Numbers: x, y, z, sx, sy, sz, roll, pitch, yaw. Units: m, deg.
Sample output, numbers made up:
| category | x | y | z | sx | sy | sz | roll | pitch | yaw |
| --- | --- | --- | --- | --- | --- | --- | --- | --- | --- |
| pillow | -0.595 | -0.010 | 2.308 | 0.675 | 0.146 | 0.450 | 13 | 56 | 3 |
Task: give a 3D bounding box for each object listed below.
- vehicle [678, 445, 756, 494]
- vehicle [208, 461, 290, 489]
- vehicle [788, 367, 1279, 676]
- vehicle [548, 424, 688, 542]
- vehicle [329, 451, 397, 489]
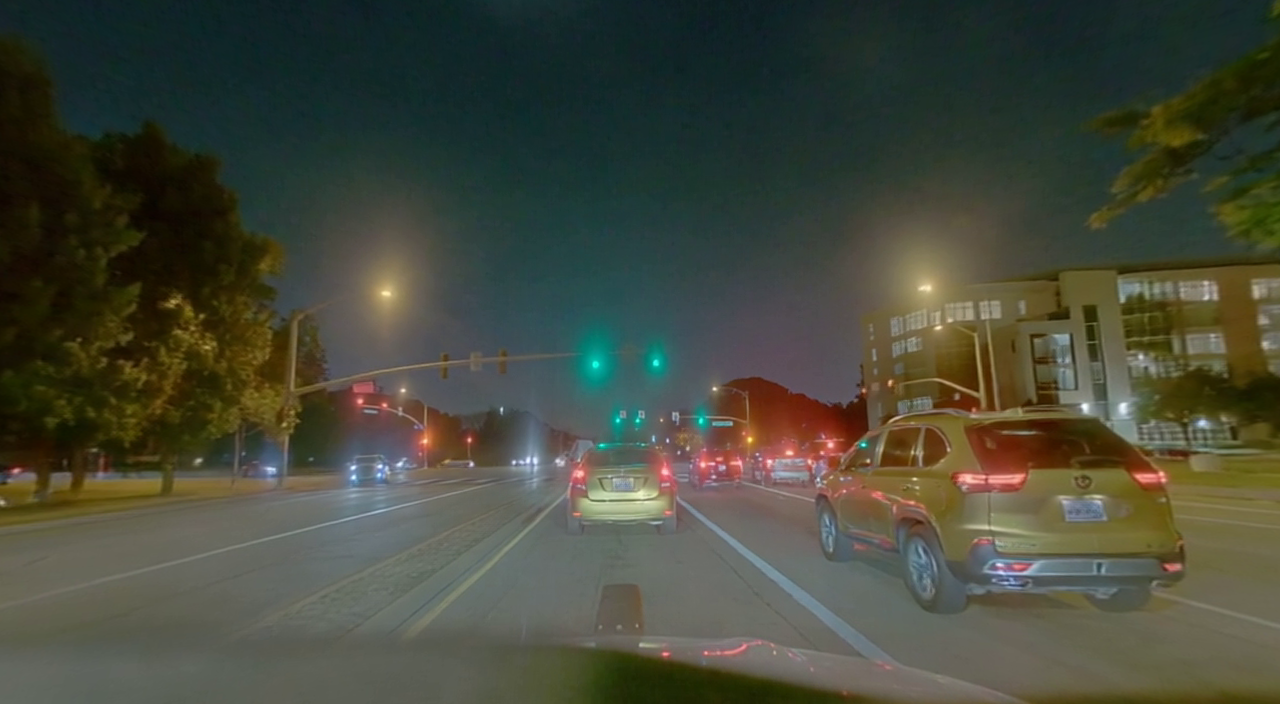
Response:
| category | x | y | z | sx | sy | sz | roll | pitch | yaw |
| --- | --- | --- | --- | --- | --- | --- | --- | --- | --- |
| vehicle | 2.479 | 3.919 | 21.478 | 1.900 | 1.459 | 4.260 | 0 | -9 | -3 |
| vehicle | -27.400 | 8.590 | 44.333 | 4.802 | 1.771 | 2.060 | -2 | -9 | 15 |
| vehicle | 3.112 | 1.311 | 5.973 | 2.228 | 1.798 | 4.370 | 0 | -9 | -2 |
| vehicle | -0.363 | 2.230 | 11.361 | 2.039 | 1.698 | 4.144 | 0 | -9 | -1 |
| vehicle | -15.686 | 6.583 | 35.646 | 2.354 | 1.949 | 4.905 | 6 | -10 | -36 |
